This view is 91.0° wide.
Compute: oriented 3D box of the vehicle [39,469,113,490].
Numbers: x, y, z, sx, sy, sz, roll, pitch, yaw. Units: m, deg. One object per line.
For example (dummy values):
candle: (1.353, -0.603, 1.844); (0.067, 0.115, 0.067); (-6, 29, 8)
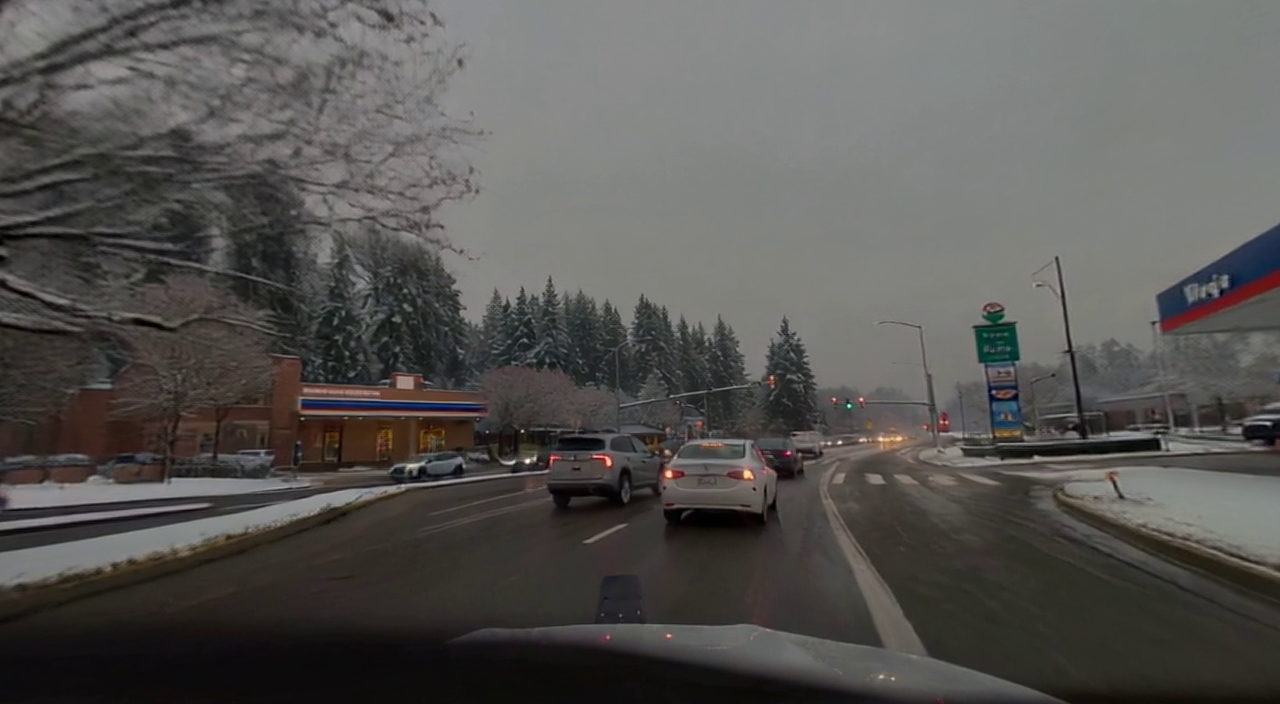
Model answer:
vehicle: (-41.771, 9.427, 46.686); (1.603, 1.398, 3.616); (-6, -10, 27)

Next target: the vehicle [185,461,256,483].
vehicle: (-31.807, 9.057, 47.697); (4.507, 1.533, 1.999); (-3, -9, 19)

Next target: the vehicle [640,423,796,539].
vehicle: (1.532, 2.098, 10.894); (2.060, 1.580, 3.980); (-2, -9, 16)

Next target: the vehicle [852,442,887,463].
vehicle: (17.326, 7.590, 47.595); (1.916, 1.462, 4.487); (-2, -9, 13)

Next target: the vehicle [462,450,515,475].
vehicle: (-11.124, 8.146, 46.509); (1.926, 1.693, 4.445); (-2, -9, 14)

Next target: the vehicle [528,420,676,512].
vehicle: (-0.656, 2.602, 14.813); (2.102, 1.774, 4.662); (-2, -9, 15)

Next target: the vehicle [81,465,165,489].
vehicle: (-34.260, 8.258, 41.738); (4.384, 1.490, 2.031); (-2, -9, 15)
